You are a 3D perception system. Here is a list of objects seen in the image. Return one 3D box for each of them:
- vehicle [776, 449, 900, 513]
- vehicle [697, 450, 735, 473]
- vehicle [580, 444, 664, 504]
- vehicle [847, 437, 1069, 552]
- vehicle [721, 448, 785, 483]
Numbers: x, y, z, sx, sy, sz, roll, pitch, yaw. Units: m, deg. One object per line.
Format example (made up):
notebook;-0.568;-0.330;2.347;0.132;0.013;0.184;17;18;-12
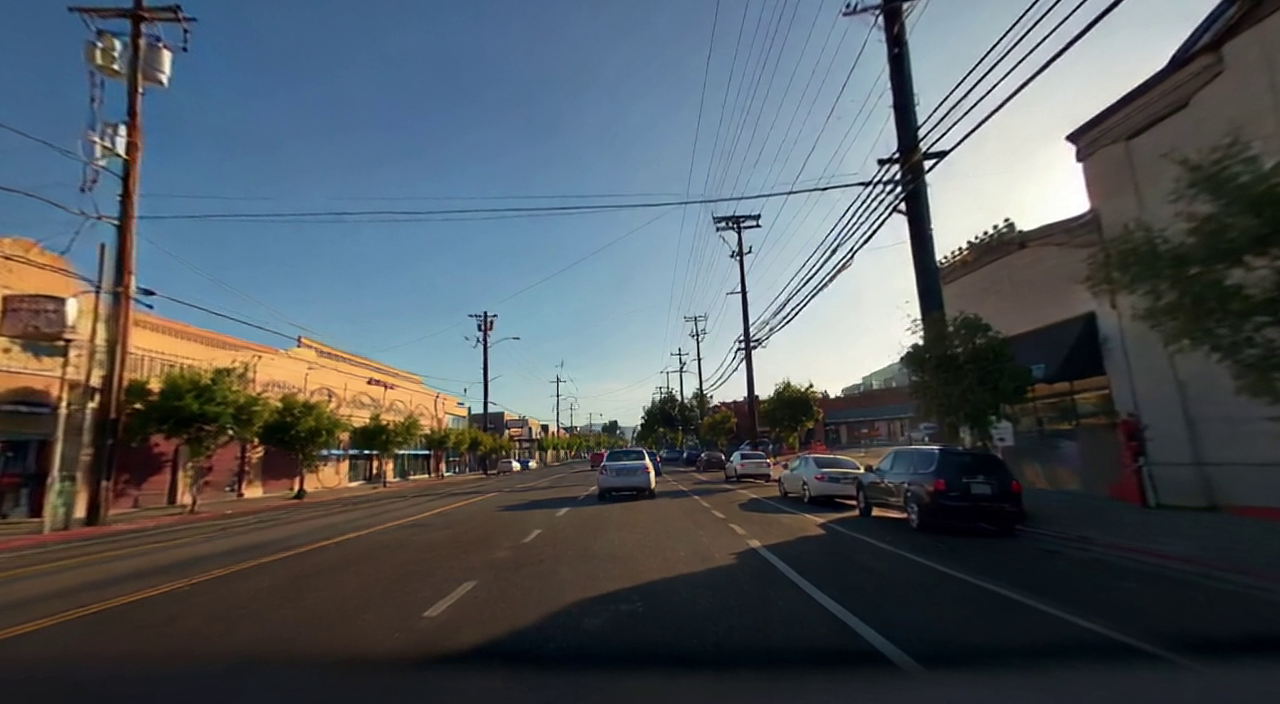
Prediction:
vehicle;4.996;3.287;16.632;1.761;1.413;4.272;0;-8;-2
vehicle;5.195;7.545;43.668;1.987;1.459;4.677;0;-8;-1
vehicle;-0.452;3.391;18.035;2.116;1.479;3.980;0;-8;0
vehicle;5.118;2.288;10.853;1.779;1.592;3.740;0;-8;-1
vehicle;5.271;5.373;30.218;2.108;1.471;4.948;0;-8;-1
